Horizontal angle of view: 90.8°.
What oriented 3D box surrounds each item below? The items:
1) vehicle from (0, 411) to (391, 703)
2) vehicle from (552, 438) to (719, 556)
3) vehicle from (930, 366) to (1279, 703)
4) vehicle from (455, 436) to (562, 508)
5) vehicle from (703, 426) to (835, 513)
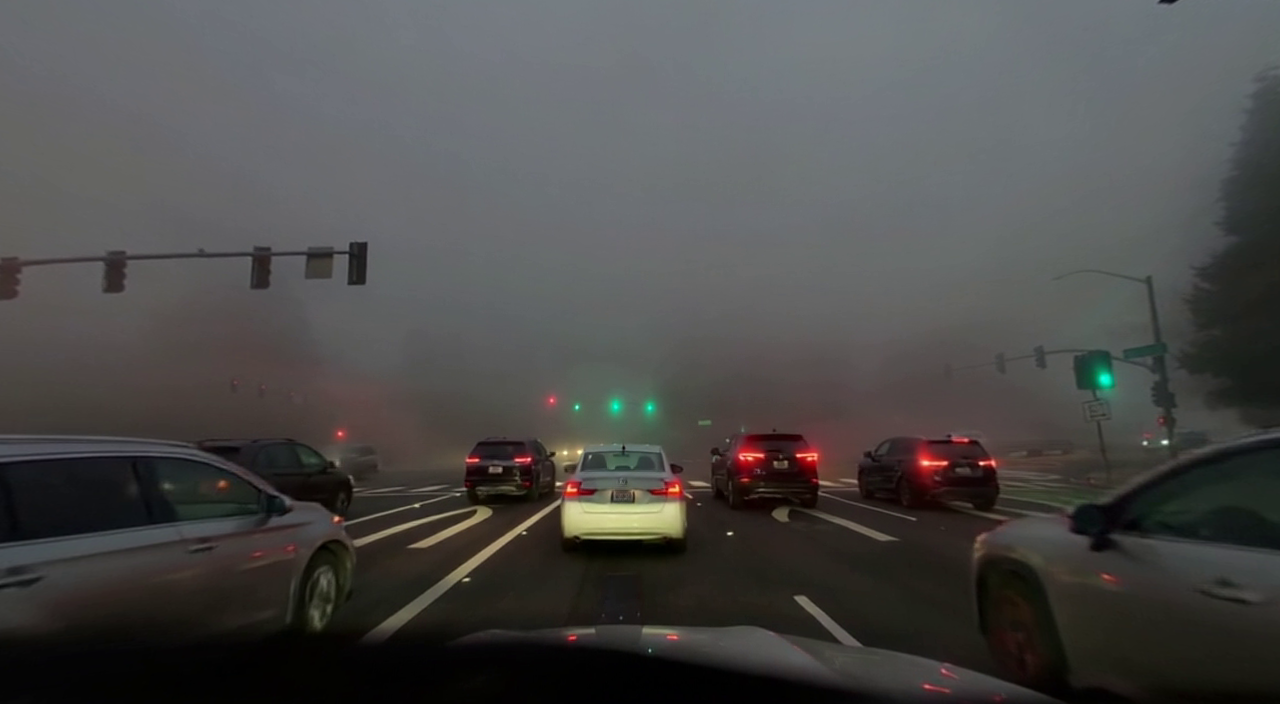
[{"bbox_3d":[-3.231,1.113,3.305,2.045,1.463,4.490,0,-8,0],"label":"vehicle"},{"bbox_3d":[-0.108,2.115,9.983,2.098,1.461,3.958,0,-8,-1],"label":"vehicle"},{"bbox_3d":[3.057,0.814,1.876,1.996,1.566,4.917,0,-8,-1],"label":"vehicle"},{"bbox_3d":[-3.425,3.196,17.372,2.033,1.714,4.278,0,-8,0],"label":"vehicle"},{"bbox_3d":[2.874,2.742,15.270,2.138,1.778,4.422,0,-8,-2],"label":"vehicle"}]
